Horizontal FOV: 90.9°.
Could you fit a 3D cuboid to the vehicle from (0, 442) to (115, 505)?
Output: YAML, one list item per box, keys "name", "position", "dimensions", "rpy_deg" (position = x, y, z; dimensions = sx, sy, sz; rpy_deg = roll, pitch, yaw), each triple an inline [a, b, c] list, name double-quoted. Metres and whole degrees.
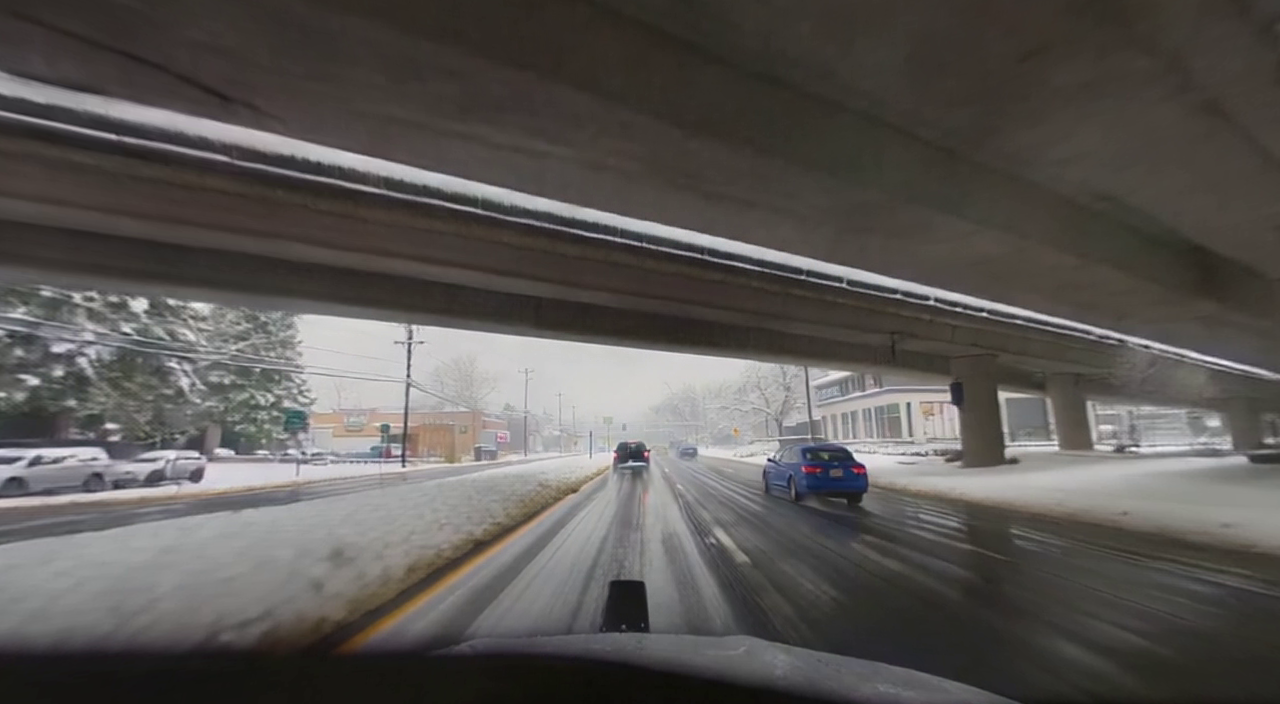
- name: "vehicle"
  position: [-19.758, 3.823, 20.214]
  dimensions: [1.989, 1.820, 4.427]
  rpy_deg: [0, -8, -1]

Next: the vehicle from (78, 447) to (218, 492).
- name: "vehicle"
  position: [-19.439, 4.627, 25.213]
  dimensions: [1.913, 1.612, 4.505]
  rpy_deg: [0, -8, 0]

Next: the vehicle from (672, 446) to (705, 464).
- name: "vehicle"
  position: [3.718, 7.959, 48.868]
  dimensions: [2.126, 1.375, 4.241]
  rpy_deg: [0, -8, -1]

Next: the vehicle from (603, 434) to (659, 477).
- name: "vehicle"
  position: [-0.389, 4.817, 29.583]
  dimensions: [2.441, 1.813, 4.581]
  rpy_deg: [0, -8, 0]

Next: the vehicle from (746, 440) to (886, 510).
- name: "vehicle"
  position: [4.209, 3.006, 15.980]
  dimensions: [1.954, 1.479, 4.557]
  rpy_deg: [1, -8, -4]
